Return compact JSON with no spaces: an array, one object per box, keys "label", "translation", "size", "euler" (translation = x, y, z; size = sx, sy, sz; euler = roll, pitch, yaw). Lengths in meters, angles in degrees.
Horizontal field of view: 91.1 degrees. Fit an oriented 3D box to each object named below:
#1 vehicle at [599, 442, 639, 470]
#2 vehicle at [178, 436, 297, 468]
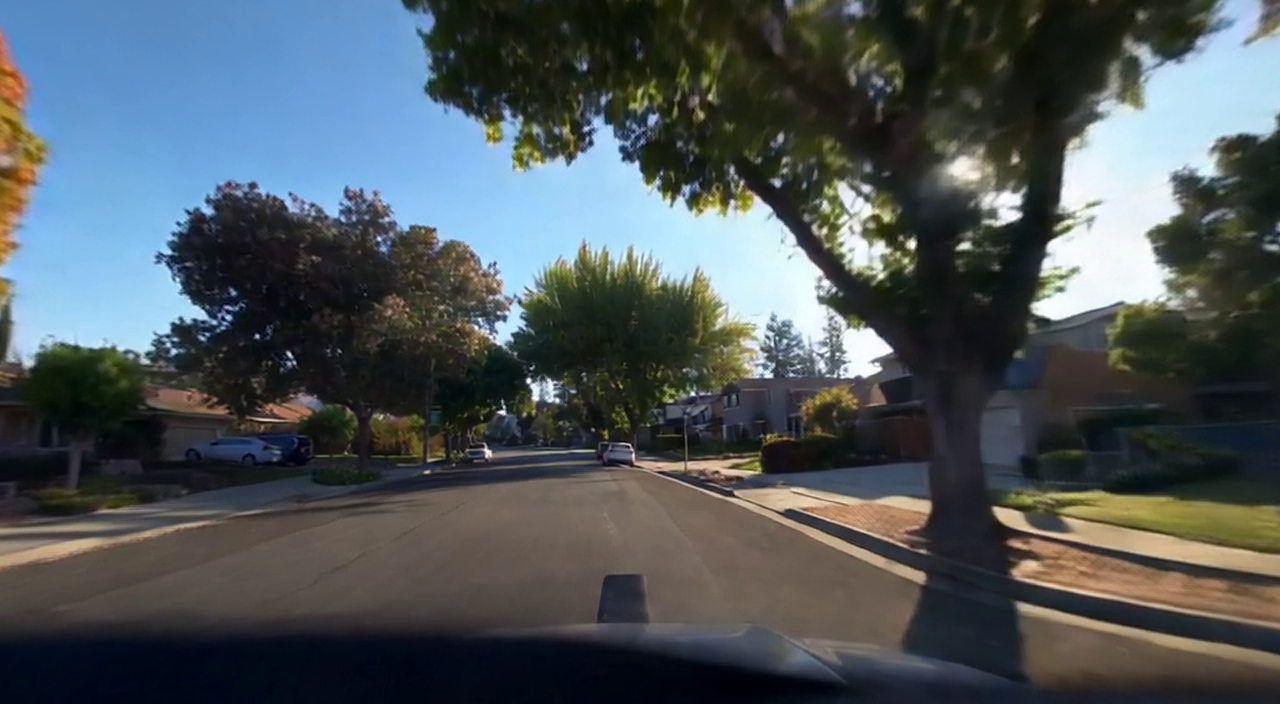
[{"label":"vehicle","translation":[-1.283,6.023,36.656],"size":[2.088,1.429,4.796],"euler":[1,-8,-5]},{"label":"vehicle","translation":[-19.265,4.816,30.184],"size":[4.344,1.483,1.928],"euler":[0,-9,-1]}]
